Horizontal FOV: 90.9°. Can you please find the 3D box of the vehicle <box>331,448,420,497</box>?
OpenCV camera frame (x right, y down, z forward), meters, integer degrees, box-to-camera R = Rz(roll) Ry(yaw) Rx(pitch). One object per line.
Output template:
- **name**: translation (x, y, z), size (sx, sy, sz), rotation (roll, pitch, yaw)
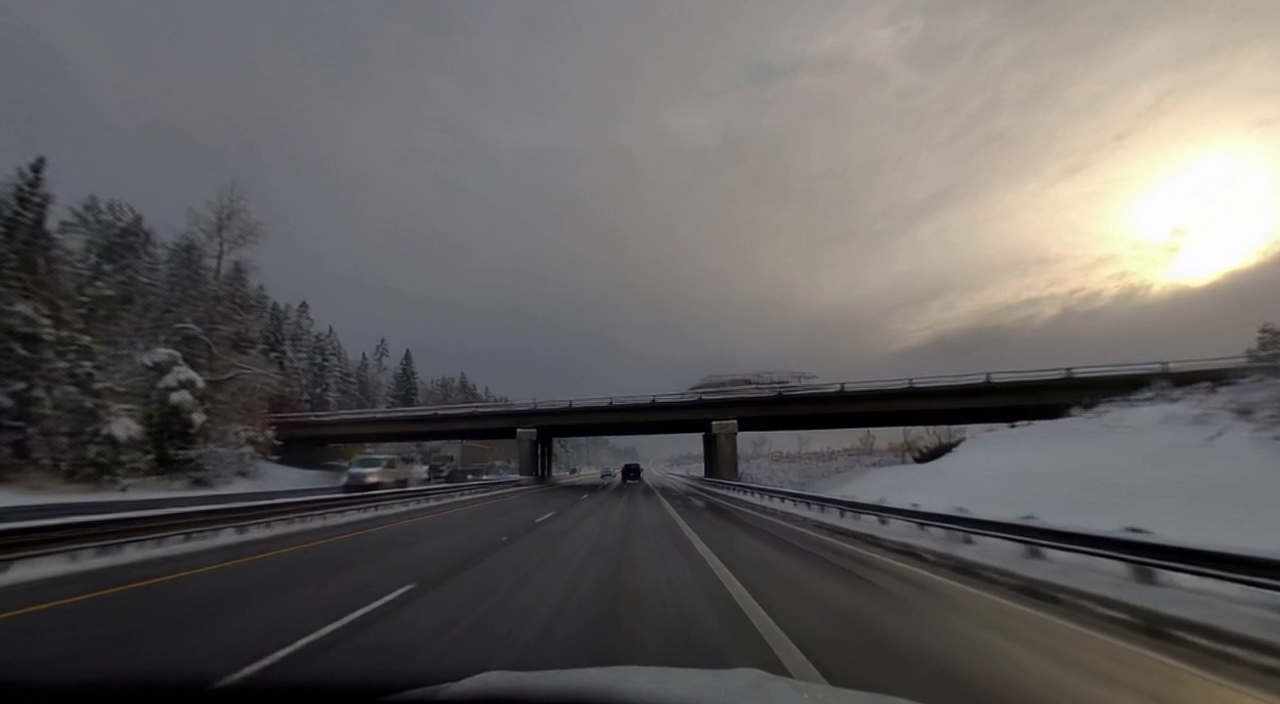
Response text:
- **vehicle**: translation (-13.892, 6.388, 33.547), size (2.188, 2.337, 5.728), rotation (1, -11, 0)
